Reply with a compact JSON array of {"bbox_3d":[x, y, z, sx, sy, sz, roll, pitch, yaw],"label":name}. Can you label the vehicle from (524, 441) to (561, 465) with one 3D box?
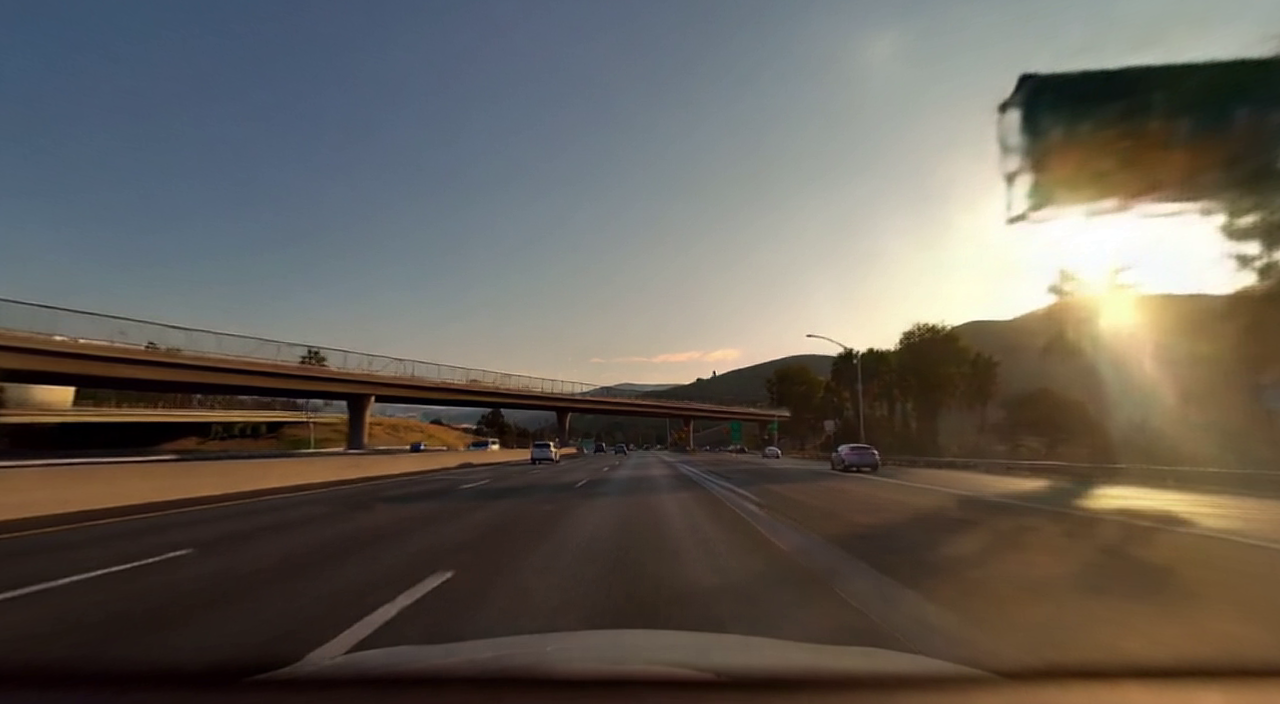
[{"bbox_3d":[-6.832,7.113,44.369,1.935,1.633,3.955,0,-8,1],"label":"vehicle"}]
